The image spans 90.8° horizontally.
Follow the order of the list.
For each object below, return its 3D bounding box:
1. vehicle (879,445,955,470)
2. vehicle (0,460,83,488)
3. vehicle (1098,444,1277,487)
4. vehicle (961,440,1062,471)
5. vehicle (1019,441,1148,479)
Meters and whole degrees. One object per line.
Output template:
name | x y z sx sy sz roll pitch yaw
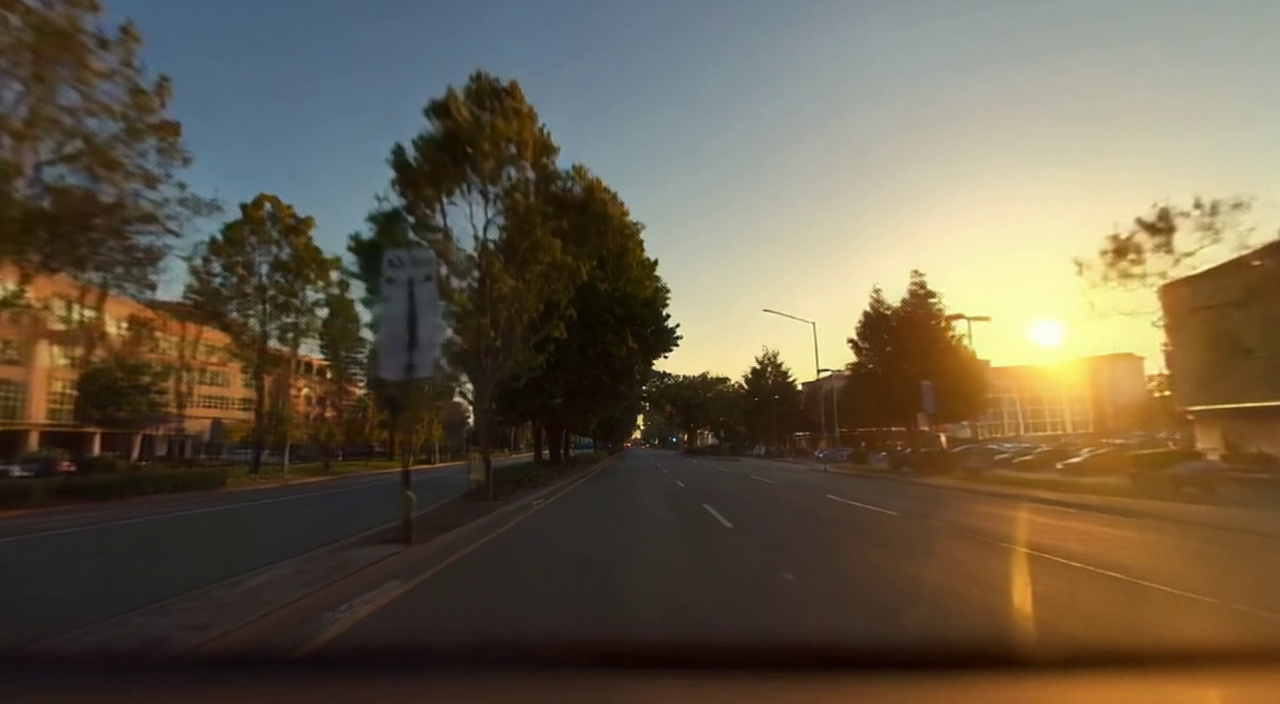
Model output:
vehicle | 19.658 7.534 45.015 4.403 1.436 1.918 -2 -13 1
vehicle | -41.179 8.264 42.879 4.564 1.780 2.039 0 -9 -3
vehicle | 20.248 4.190 23.519 4.805 1.473 2.046 0 -9 -3
vehicle | 20.053 5.599 34.243 4.222 1.610 1.948 0 -9 -1
vehicle | 20.268 4.945 29.046 4.407 1.616 1.929 0 -9 1
